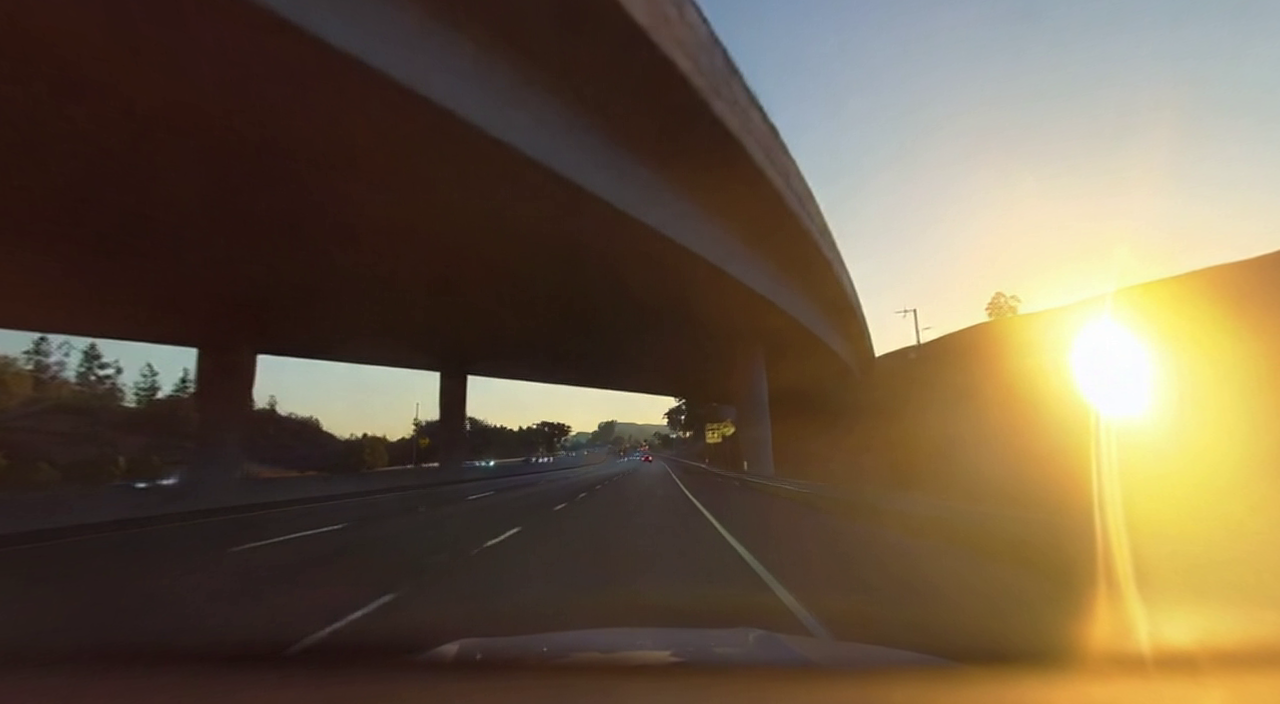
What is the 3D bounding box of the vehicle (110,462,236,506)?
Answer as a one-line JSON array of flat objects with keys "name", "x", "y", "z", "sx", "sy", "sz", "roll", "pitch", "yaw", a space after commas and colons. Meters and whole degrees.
[{"name": "vehicle", "x": -20.828, "y": 5.861, "z": 28.326, "sx": 2.005, "sy": 1.653, "sz": 4.637, "roll": -1, "pitch": -9, "yaw": 2}]
